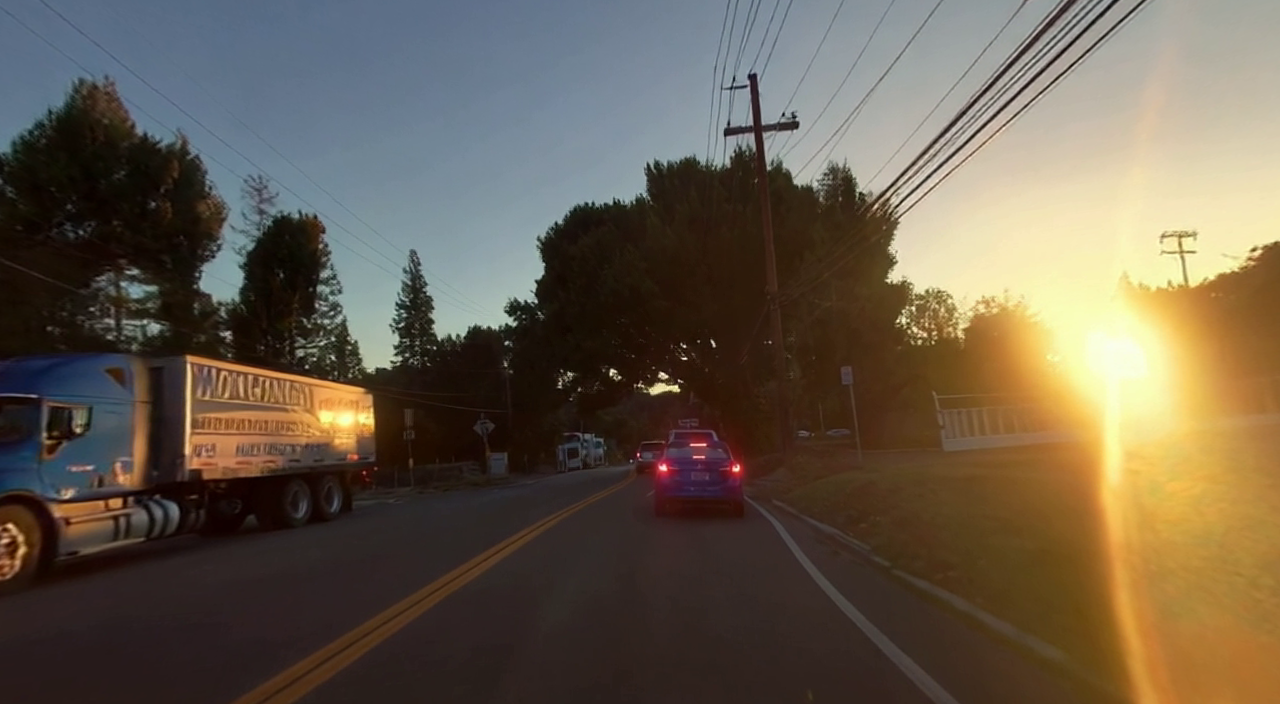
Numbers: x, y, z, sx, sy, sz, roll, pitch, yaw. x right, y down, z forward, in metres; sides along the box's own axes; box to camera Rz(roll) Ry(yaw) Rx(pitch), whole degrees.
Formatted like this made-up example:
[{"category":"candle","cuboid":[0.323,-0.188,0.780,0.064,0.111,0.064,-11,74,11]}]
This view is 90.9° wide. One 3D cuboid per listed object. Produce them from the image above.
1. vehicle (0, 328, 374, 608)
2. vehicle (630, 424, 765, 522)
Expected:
[{"category":"vehicle","cuboid":[-8.261,1.736,10.516,3.395,3.071,7.634,-7,-6,8]},{"category":"vehicle","cuboid":[0.958,2.155,11.671,2.081,1.503,3.726,0,-8,2]}]
